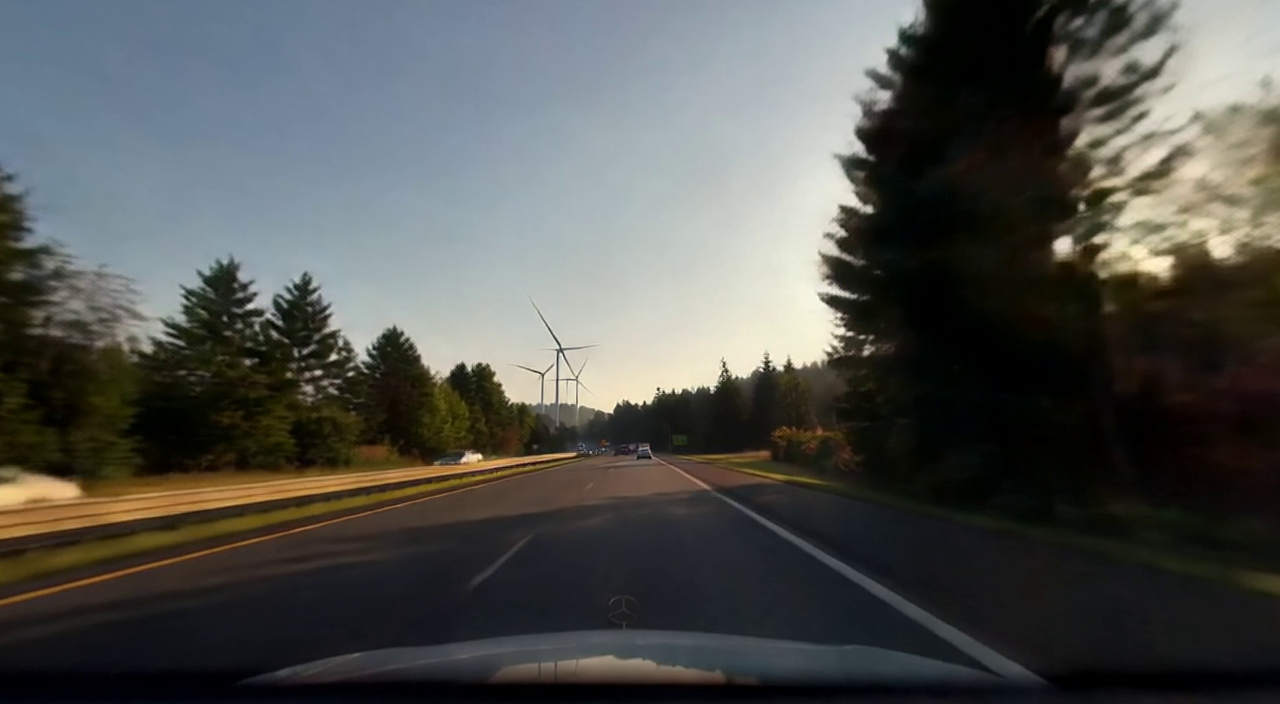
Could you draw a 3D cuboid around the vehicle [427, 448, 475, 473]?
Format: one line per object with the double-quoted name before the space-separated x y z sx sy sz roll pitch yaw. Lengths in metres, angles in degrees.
"vehicle" -12.667 7.294 42.505 1.920 1.545 4.234 0 -9 1
